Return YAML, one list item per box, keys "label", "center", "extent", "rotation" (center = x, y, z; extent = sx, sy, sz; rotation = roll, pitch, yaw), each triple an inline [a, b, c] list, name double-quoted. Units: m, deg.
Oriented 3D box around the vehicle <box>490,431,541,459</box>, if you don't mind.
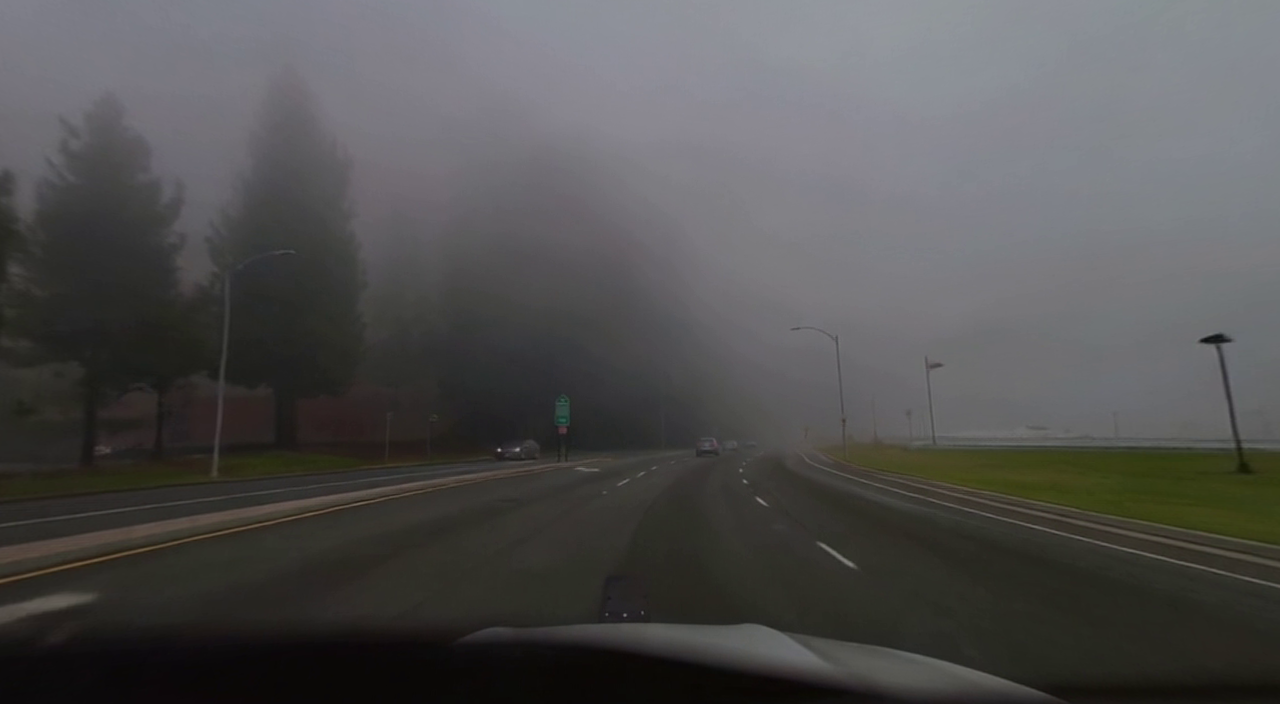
- label: "vehicle"
  center: [-9.079, 6.858, 46.594]
  extent: [2.080, 1.984, 4.778]
  rotation: [-2, -8, 10]
